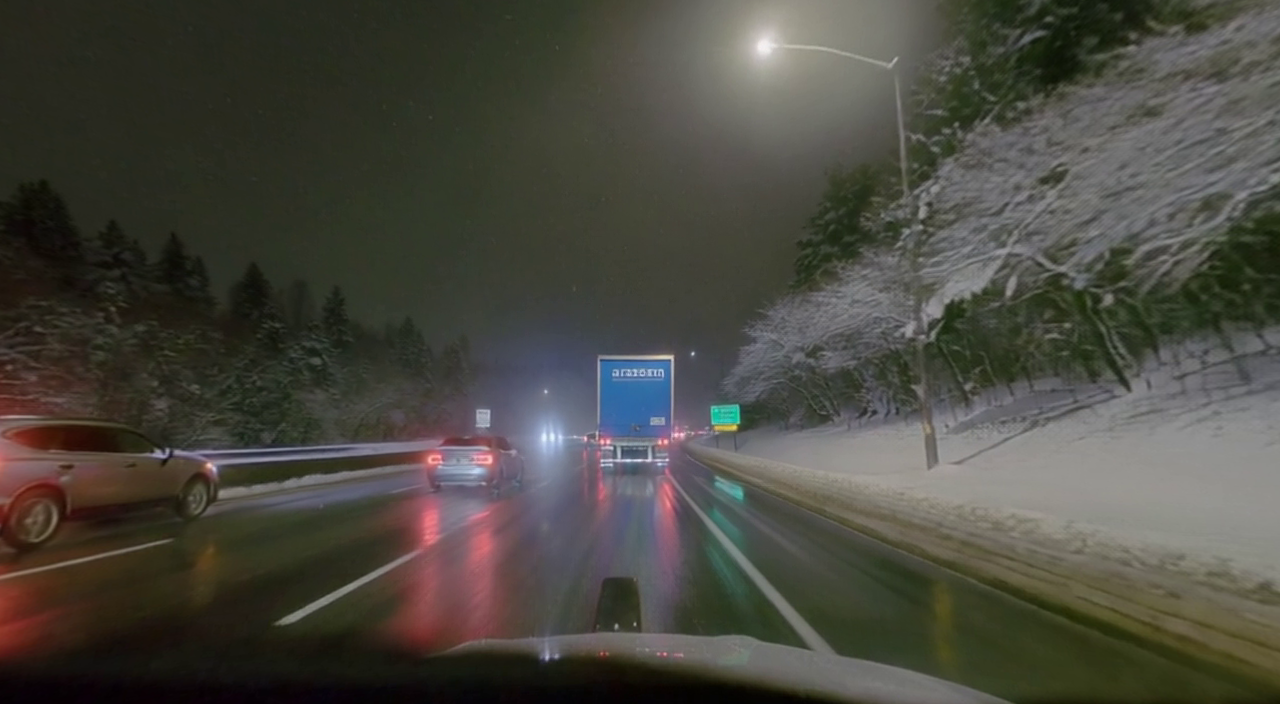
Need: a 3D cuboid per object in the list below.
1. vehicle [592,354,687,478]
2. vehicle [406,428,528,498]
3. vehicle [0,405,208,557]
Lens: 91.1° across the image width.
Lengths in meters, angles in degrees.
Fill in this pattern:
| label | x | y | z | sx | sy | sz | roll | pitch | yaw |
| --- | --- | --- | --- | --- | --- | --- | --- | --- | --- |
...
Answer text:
| label | x | y | z | sx | sy | sz | roll | pitch | yaw |
| --- | --- | --- | --- | --- | --- | --- | --- | --- | --- |
| vehicle | -0.109 | 2.818 | 26.201 | 3.118 | 4.106 | 10.719 | 0 | -8 | -1 |
| vehicle | -4.098 | 2.680 | 15.594 | 1.933 | 1.492 | 3.838 | 0 | -8 | 0 |
| vehicle | -8.041 | 1.590 | 8.139 | 1.990 | 1.654 | 4.129 | 0 | -8 | -1 |
